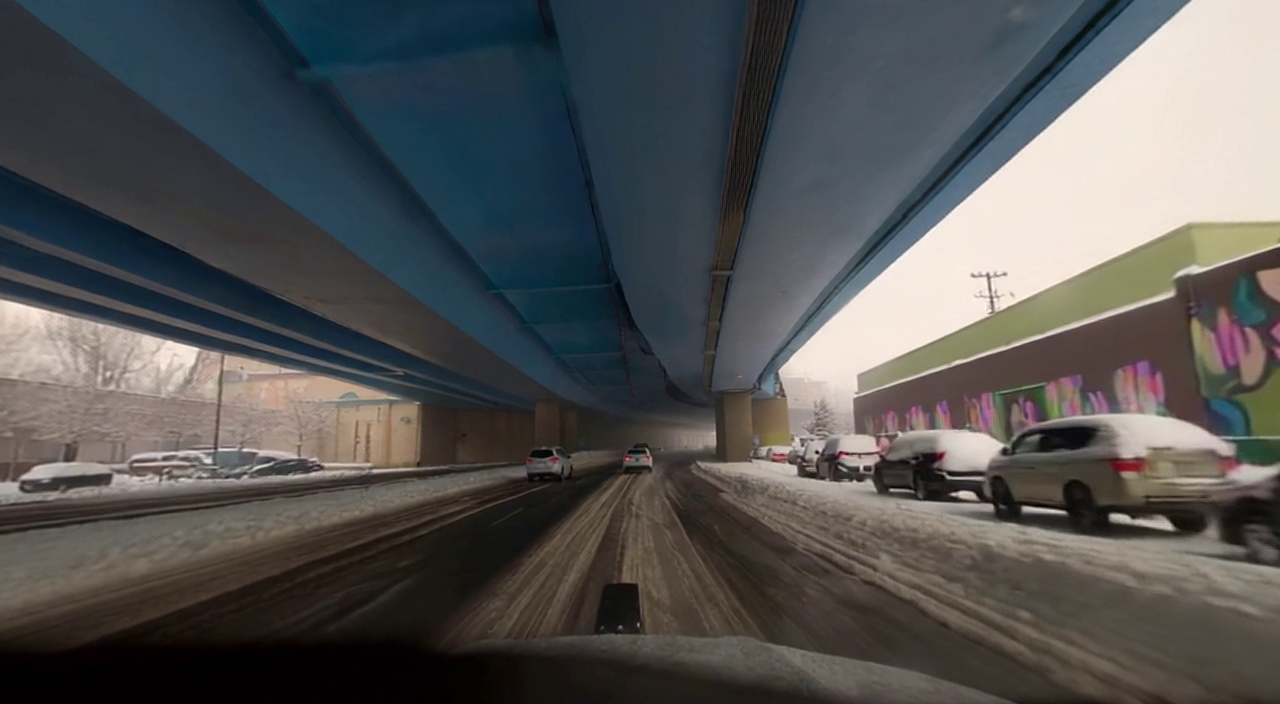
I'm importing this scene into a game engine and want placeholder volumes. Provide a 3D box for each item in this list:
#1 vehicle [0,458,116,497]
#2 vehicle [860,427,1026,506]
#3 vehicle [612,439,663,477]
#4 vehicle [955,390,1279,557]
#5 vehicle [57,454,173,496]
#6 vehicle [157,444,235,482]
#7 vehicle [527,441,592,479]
[{"bbox_3d":[-29.556,6.360,32.282,2.035,1.764,4.157,1,-9,-4],"label":"vehicle"},{"bbox_3d":[7.073,2.721,15.362,2.017,1.625,4.337,0,-9,2],"label":"vehicle"},{"bbox_3d":[-0.081,4.807,28.781,2.155,1.571,3.734,0,-9,1],"label":"vehicle"},{"bbox_3d":[6.970,1.739,9.567,2.114,1.911,4.402,0,-9,1],"label":"vehicle"},{"bbox_3d":[-27.098,6.315,32.846,1.971,1.939,4.729,1,-9,-2],"label":"vehicle"},{"bbox_3d":[-30.512,7.602,43.660,1.933,2.393,4.896,0,-8,-2],"label":"vehicle"},{"bbox_3d":[-3.439,4.734,27.932,2.024,1.533,4.549,-1,-9,4],"label":"vehicle"}]
